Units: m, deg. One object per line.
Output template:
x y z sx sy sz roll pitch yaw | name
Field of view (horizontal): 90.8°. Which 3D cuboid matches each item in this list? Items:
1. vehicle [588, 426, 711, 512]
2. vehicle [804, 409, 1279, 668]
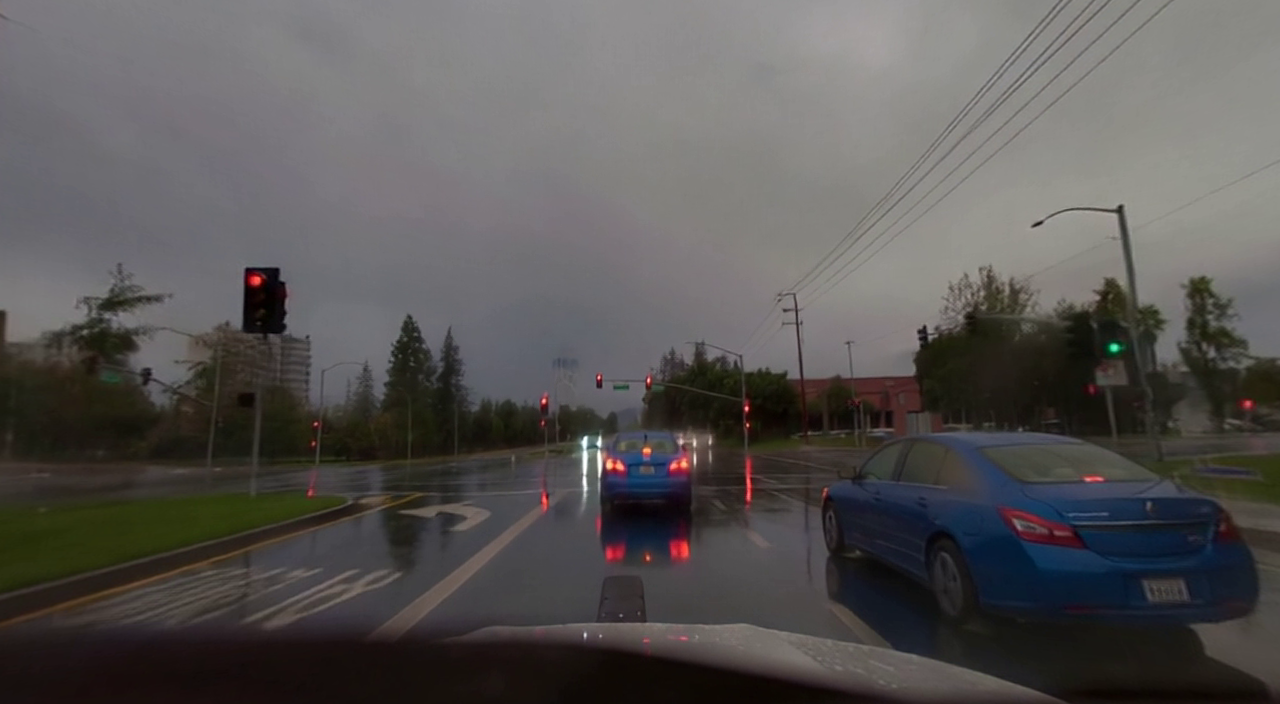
0.163 2.310 12.859 2.110 1.466 3.860 0 -8 0 | vehicle
3.072 1.371 5.770 2.004 1.448 4.263 0 -8 0 | vehicle
